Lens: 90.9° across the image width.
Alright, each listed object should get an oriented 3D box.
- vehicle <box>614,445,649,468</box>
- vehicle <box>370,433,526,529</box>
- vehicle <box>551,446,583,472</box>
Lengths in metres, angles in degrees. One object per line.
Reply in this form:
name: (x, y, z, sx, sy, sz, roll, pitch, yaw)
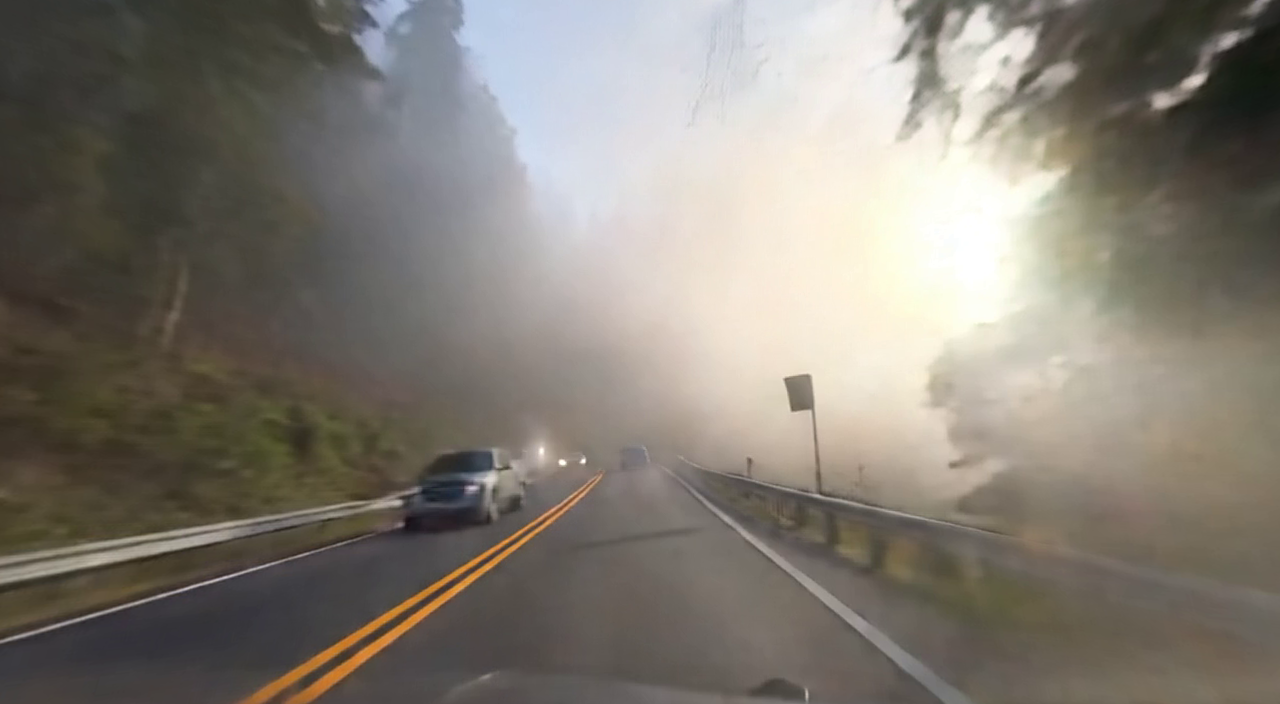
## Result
vehicle: (-0.652, 7.142, 43.249, 2.120, 1.491, 4.349, 1, -8, -5)
vehicle: (-4.212, 2.888, 14.891, 2.066, 1.827, 5.178, 0, -8, 0)
vehicle: (-5.542, 8.173, 48.558, 2.319, 1.864, 4.569, 1, -8, -5)
